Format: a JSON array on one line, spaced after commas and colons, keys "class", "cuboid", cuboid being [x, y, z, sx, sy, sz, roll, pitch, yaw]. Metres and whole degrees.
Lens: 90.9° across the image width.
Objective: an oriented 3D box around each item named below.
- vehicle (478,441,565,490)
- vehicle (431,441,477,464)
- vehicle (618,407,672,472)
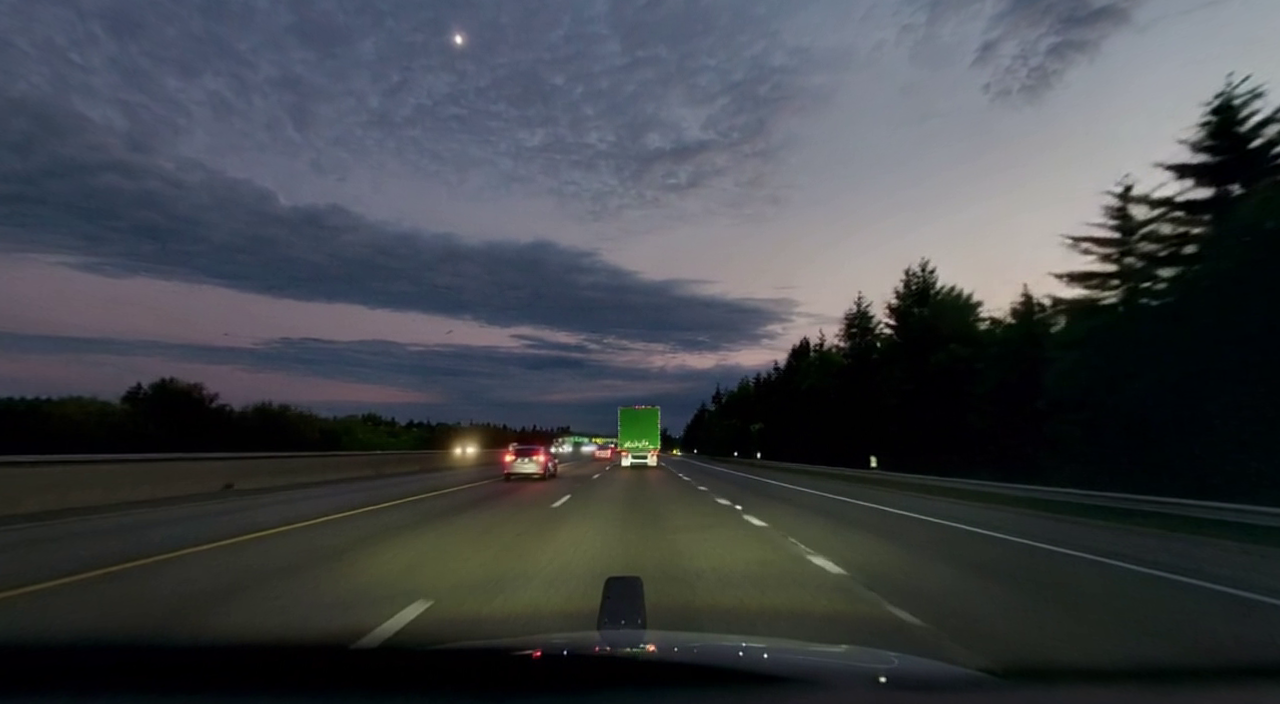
[{"class": "vehicle", "cuboid": [-4.022, 3.973, 22.368, 2.114, 1.523, 5.110, 0, -9, 0]}, {"class": "vehicle", "cuboid": [-13.050, 7.070, 44.508, 2.020, 1.509, 4.186, 0, -9, 0]}, {"class": "vehicle", "cuboid": [0.134, 5.602, 40.018, 2.893, 3.628, 9.081, 0, -9, -3]}]
